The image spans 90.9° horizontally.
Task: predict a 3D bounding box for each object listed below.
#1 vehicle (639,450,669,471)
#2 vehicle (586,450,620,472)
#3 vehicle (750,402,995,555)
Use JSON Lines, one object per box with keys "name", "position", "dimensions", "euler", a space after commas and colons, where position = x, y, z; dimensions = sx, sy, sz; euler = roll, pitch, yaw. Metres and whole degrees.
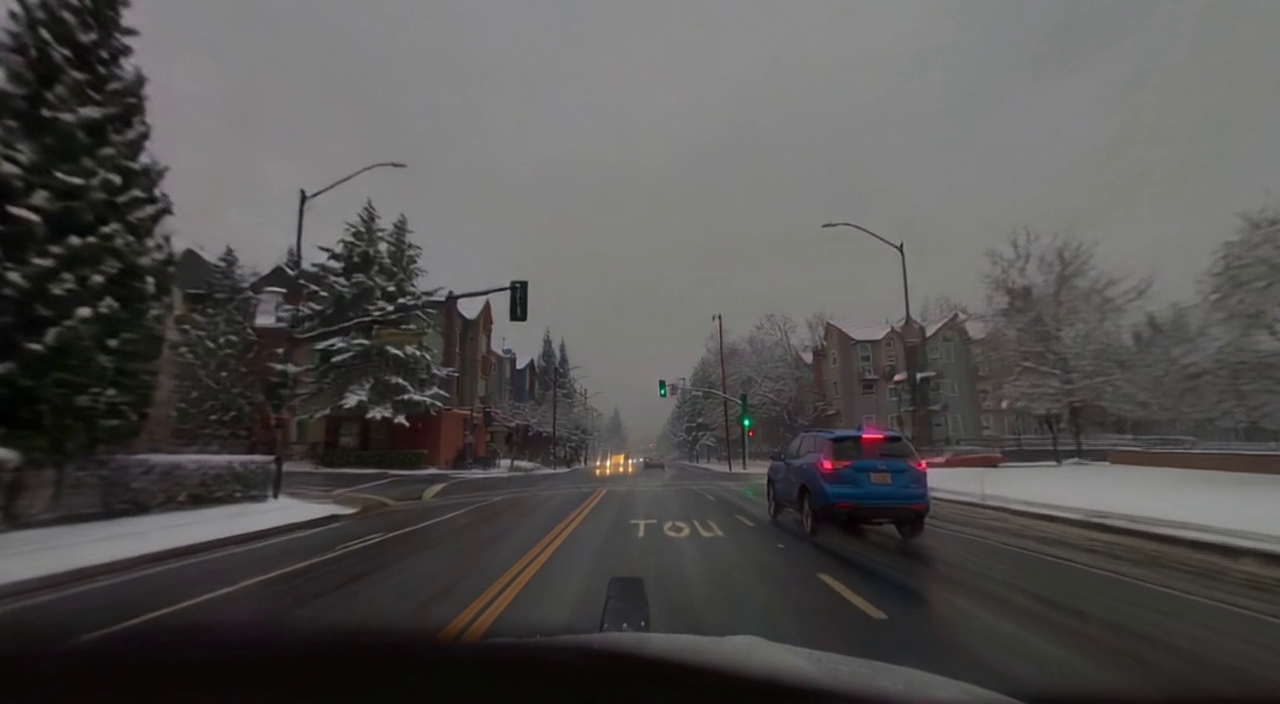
{"name": "vehicle", "position": [1.015, 7.938, 46.308], "dimensions": [2.097, 1.463, 4.043], "euler": [0, -9, 0]}
{"name": "vehicle", "position": [-2.658, 8.020, 46.391], "dimensions": [2.170, 1.513, 4.270], "euler": [0, -9, 1]}
{"name": "vehicle", "position": [3.295, 1.928, 10.250], "dimensions": [2.130, 1.863, 4.844], "euler": [0, -9, 0]}
